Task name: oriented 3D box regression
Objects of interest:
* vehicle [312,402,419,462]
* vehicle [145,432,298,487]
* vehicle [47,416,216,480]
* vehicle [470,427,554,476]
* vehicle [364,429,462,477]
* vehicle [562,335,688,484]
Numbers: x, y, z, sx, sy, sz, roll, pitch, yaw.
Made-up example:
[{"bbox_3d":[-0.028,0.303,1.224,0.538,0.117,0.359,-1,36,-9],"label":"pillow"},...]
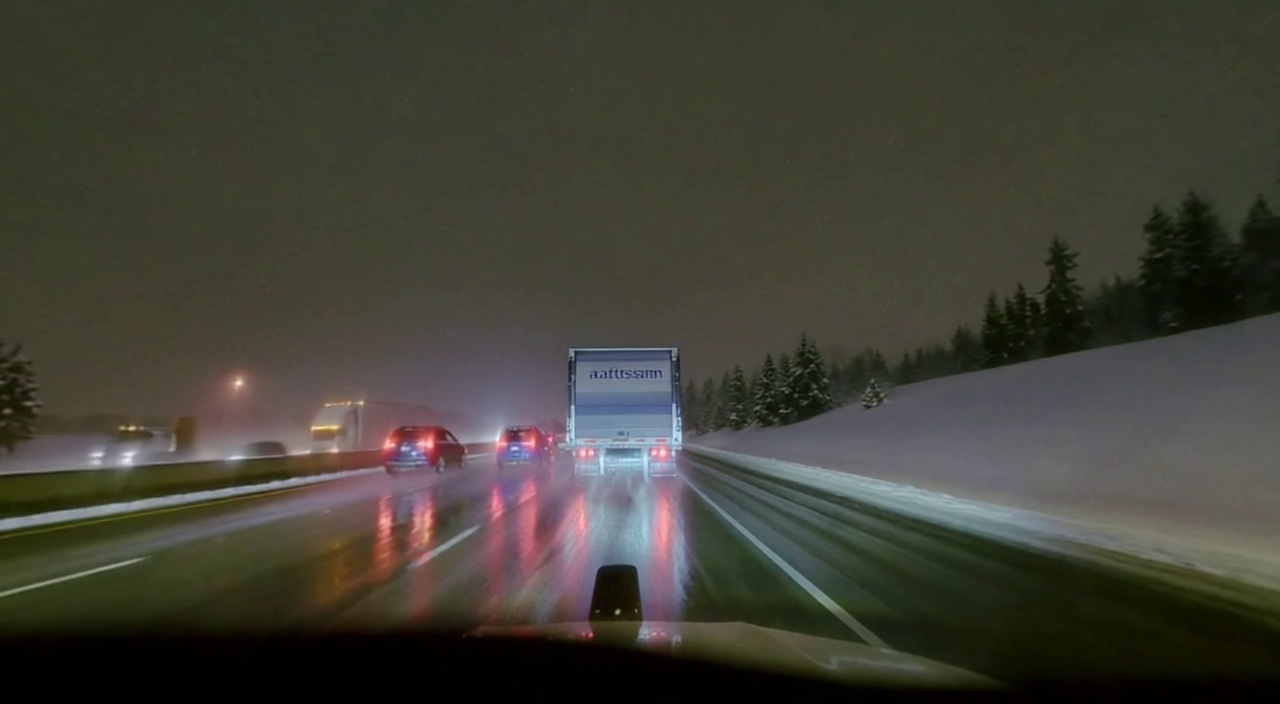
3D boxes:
[{"bbox_3d":[-20.025,5.988,46.953,3.092,3.956,10.559,0,-8,1],"label":"vehicle"},{"bbox_3d":[-16.355,4.193,25.069,2.287,1.926,5.514,0,-8,0],"label":"vehicle"},{"bbox_3d":[-24.019,4.550,30.283,2.292,2.693,6.952,0,-8,0],"label":"vehicle"},{"bbox_3d":[-4.653,3.678,23.689,2.052,1.639,4.894,0,-8,1],"label":"vehicle"},{"bbox_3d":[-8.167,3.647,23.056,1.944,1.565,4.383,0,-8,0],"label":"vehicle"},{"bbox_3d":[-0.514,2.272,22.750,3.442,4.106,10.719,0,-8,-1],"label":"vehicle"}]
